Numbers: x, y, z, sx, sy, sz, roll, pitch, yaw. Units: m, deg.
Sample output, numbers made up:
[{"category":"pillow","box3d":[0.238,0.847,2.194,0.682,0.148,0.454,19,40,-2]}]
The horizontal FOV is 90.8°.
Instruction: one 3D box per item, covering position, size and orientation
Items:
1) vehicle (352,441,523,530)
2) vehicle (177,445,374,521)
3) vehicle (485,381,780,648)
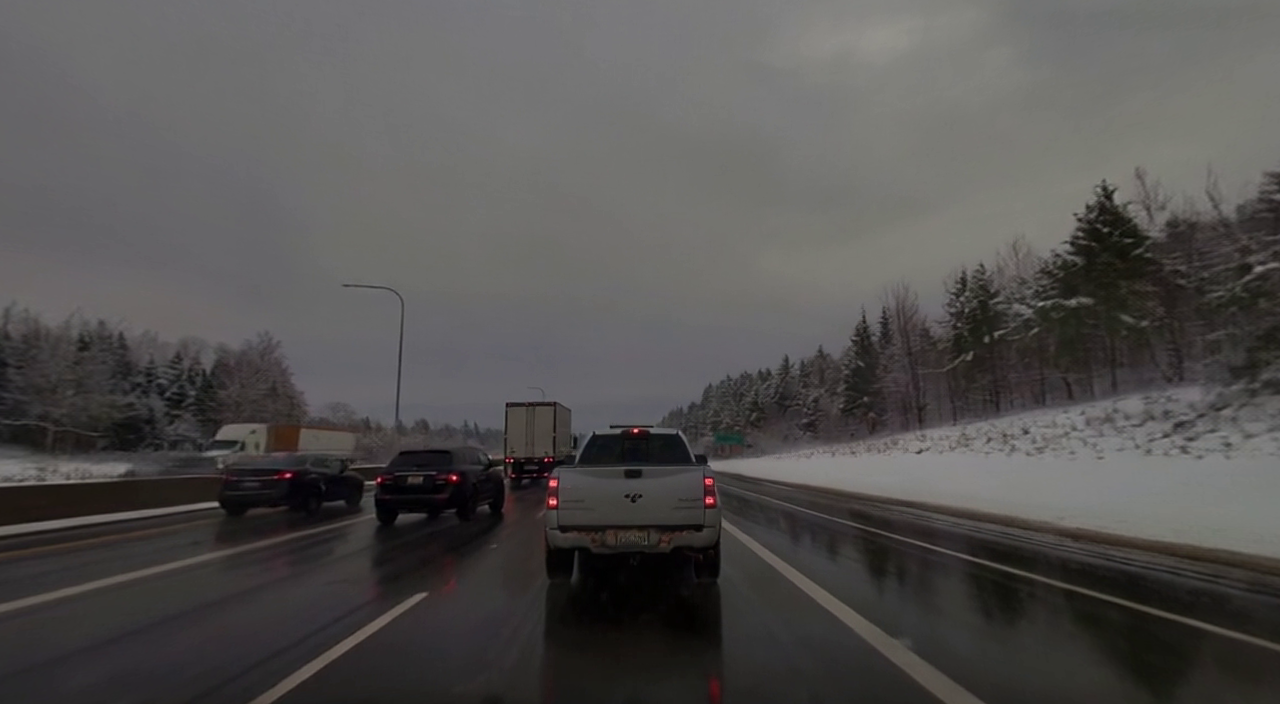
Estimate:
[{"category":"vehicle","box3d":[-3.898,2.637,13.098,1.986,1.501,4.407,-1,-9,1]},{"category":"vehicle","box3d":[-8.179,2.942,14.787,1.874,1.470,4.576,0,-9,0]},{"category":"vehicle","box3d":[-0.091,1.360,6.072,1.995,1.798,3.380,0,-9,-1]}]
